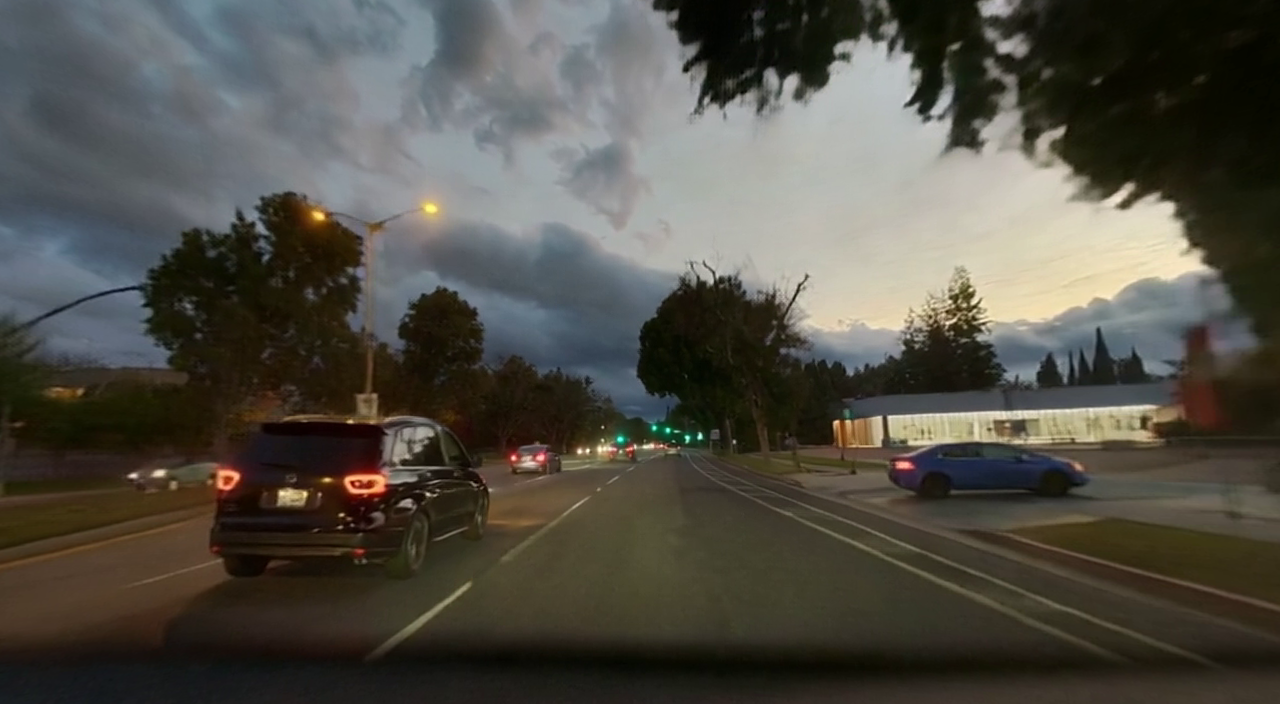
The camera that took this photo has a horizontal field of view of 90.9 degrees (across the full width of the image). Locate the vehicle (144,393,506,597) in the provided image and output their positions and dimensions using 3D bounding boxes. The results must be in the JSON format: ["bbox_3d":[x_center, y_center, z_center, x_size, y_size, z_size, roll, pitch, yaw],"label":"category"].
[{"bbox_3d":[-3.204,1.553,7.707,2.123,1.761,4.322,0,-8,1],"label":"vehicle"}]

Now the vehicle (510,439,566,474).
[{"bbox_3d":[-5.328,5.503,33.507,1.985,1.708,4.310,-1,-8,3],"label":"vehicle"}]

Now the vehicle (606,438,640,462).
[{"bbox_3d":[-1.252,7.676,49.652,2.255,1.806,4.710,-1,-8,3],"label":"vehicle"}]

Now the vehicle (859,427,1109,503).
[{"bbox_3d":[8.055,2.687,15.307,4.824,1.646,2.077,-2,-8,10],"label":"vehicle"}]
